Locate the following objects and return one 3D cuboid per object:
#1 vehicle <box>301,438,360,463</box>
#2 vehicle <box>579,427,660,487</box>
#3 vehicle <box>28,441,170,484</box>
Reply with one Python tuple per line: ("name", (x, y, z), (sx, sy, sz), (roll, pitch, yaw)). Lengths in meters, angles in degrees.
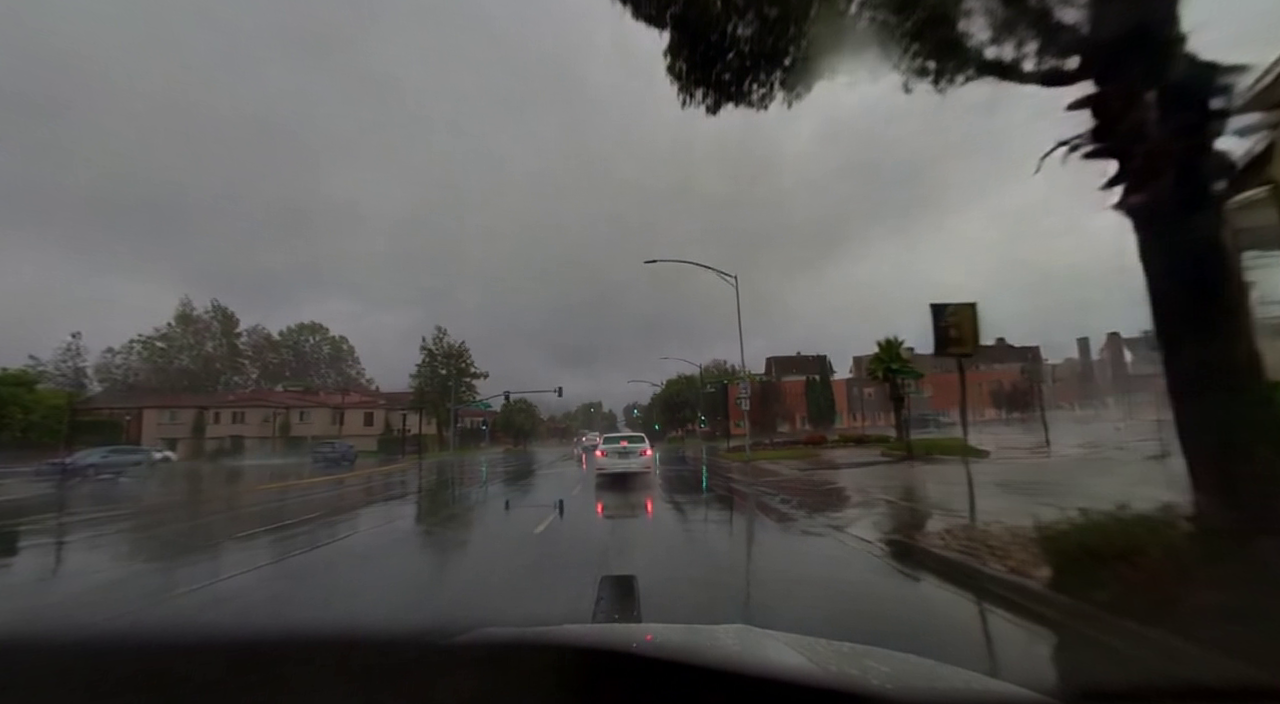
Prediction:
("vehicle", (-22.920, 7.325, 46.951), (1.990, 1.752, 4.673), (0, -8, 0))
("vehicle", (-0.476, 3.015, 18.361), (2.060, 1.526, 3.859), (-1, -8, 2))
("vehicle", (-23.782, 4.807, 28.064), (1.974, 1.470, 4.892), (-5, -7, 2))
